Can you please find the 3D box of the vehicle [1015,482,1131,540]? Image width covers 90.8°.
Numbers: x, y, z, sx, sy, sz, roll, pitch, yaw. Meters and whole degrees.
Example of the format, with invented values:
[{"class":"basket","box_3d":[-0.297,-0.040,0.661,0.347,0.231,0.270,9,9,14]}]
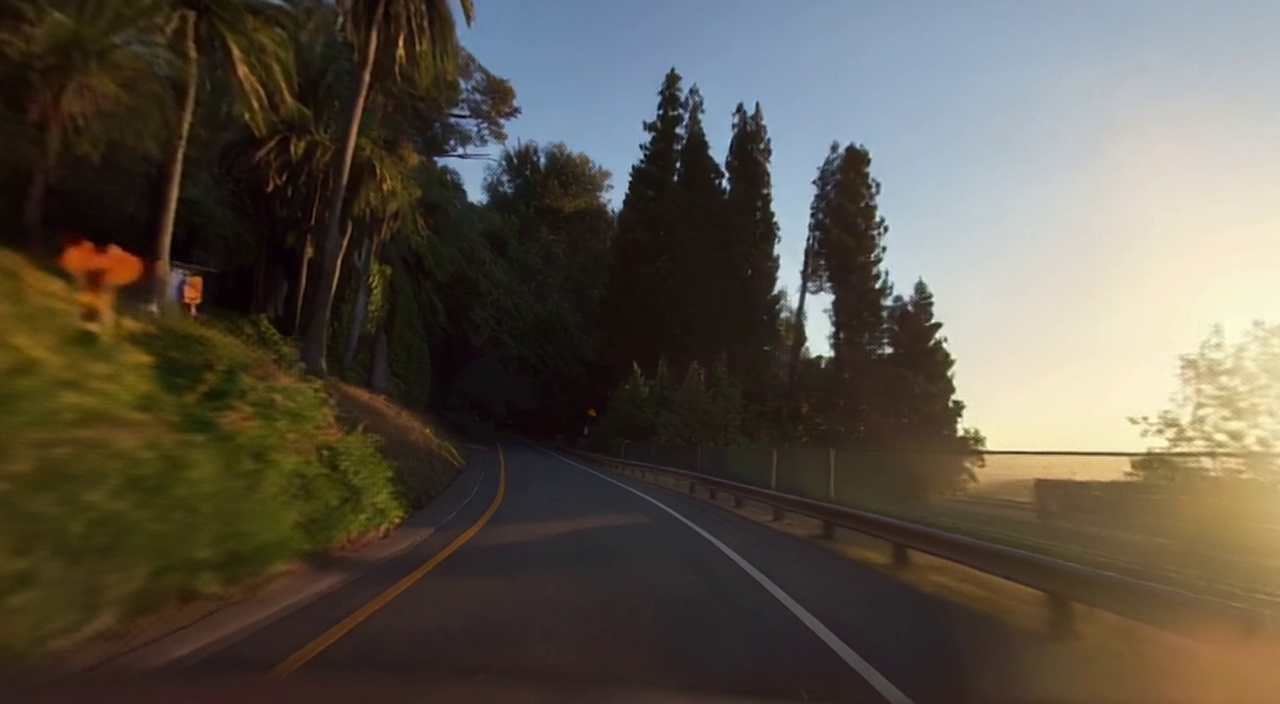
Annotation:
[{"class":"vehicle","box_3d":[16.325,5.957,24.122,1.856,1.740,4.503,-3,-9,11]}]
